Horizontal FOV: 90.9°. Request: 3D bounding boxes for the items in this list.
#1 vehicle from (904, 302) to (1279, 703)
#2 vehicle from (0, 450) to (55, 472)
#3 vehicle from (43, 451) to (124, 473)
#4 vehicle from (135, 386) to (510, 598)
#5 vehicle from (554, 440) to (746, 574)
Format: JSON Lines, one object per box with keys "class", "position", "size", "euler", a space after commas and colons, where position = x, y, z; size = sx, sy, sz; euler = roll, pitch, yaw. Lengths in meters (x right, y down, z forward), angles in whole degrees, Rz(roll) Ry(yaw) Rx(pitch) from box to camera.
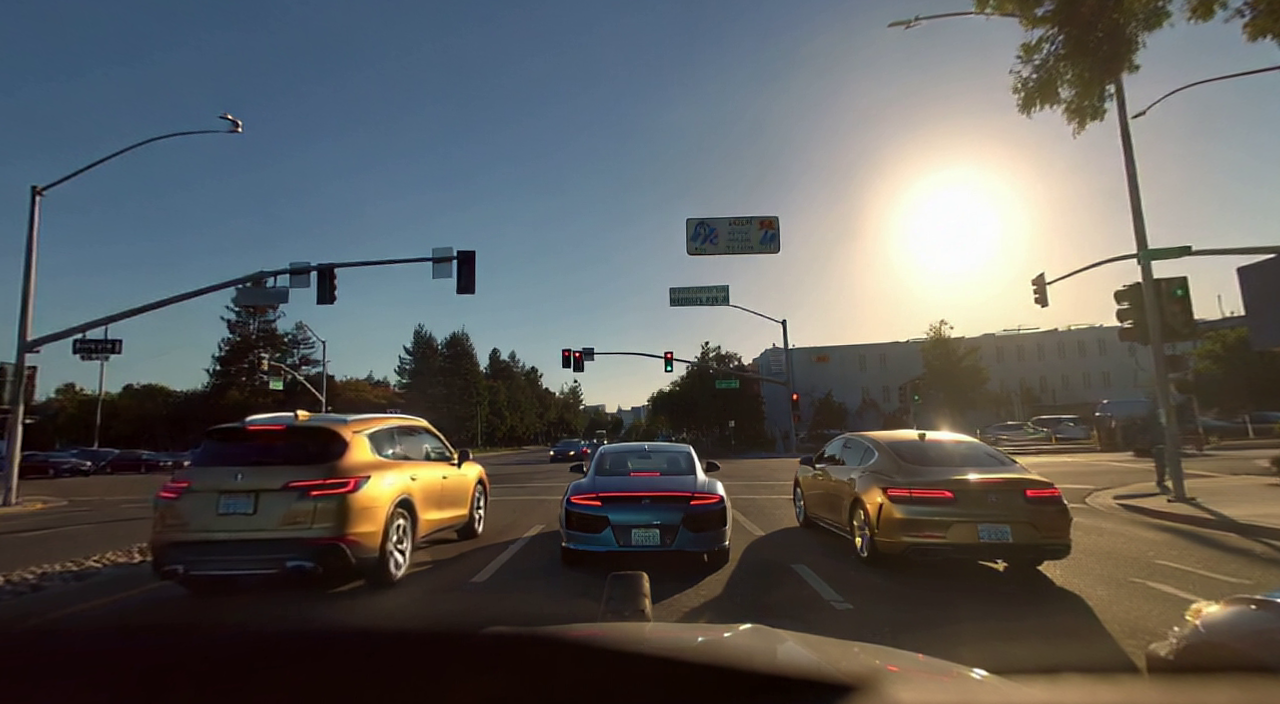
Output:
{"class": "vehicle", "position": [3.107, 0.805, 2.519], "size": [2.143, 1.759, 4.531], "euler": [0, -8, 0]}
{"class": "vehicle", "position": [-46.170, 7.955, 46.161], "size": [4.545, 1.558, 1.833], "euler": [0, -8, -4]}
{"class": "vehicle", "position": [-41.284, 8.156, 46.792], "size": [4.195, 1.533, 1.752], "euler": [0, -8, -3]}
{"class": "vehicle", "position": [-3.200, 1.544, 7.831], "size": [2.061, 1.781, 4.842], "euler": [0, -8, 1]}
{"class": "vehicle", "position": [0.117, 1.870, 8.387], "size": [1.945, 1.343, 3.827], "euler": [0, -8, 0]}
